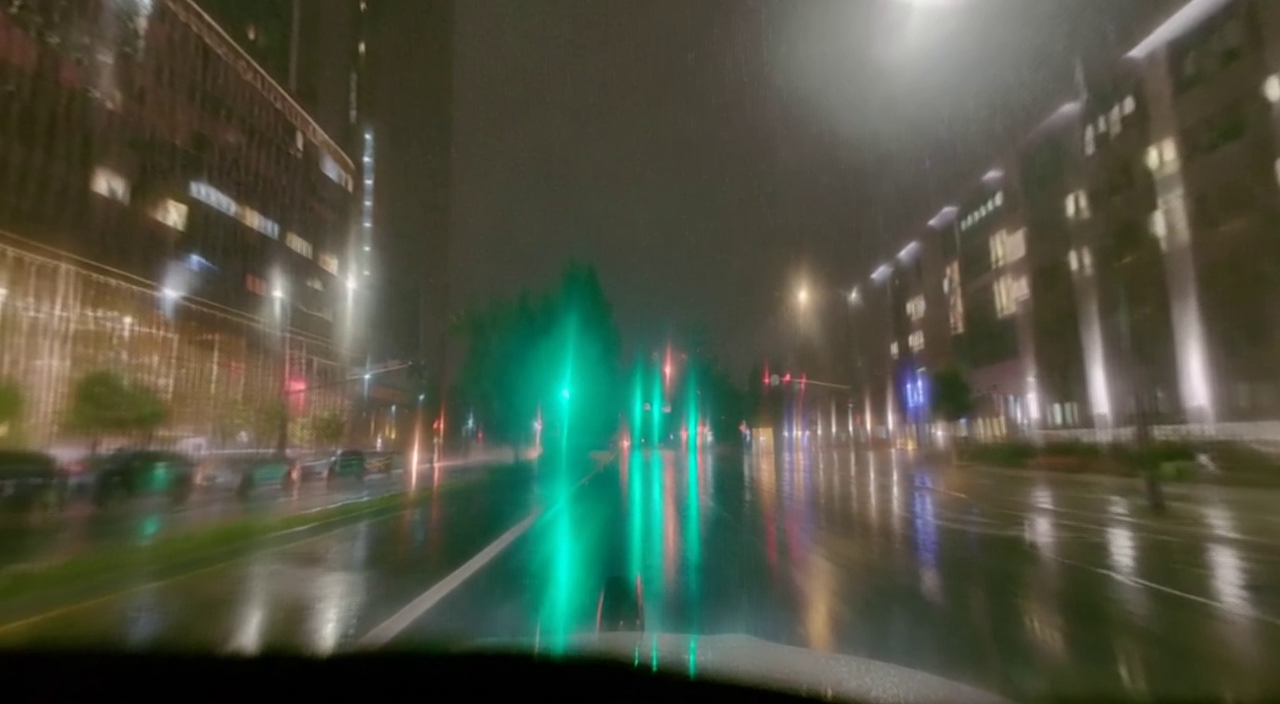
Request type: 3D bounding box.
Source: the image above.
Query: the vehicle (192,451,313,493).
[{"bbox_3d":[-15.385,4.740,25.486,1.776,1.468,5.089,0,-8,-1],"label":"vehicle"}]

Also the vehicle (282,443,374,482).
[{"bbox_3d":[-15.554,5.511,31.840,1.978,1.760,5.097,0,-8,0],"label":"vehicle"}]

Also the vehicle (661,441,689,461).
[{"bbox_3d":[2.725,7.772,49.664,1.945,1.490,3.817,0,-8,-1],"label":"vehicle"}]

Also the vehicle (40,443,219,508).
[{"bbox_3d":[-15.818,3.789,20.002,1.880,1.791,4.666,0,-8,-2],"label":"vehicle"}]

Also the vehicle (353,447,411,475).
[{"bbox_3d":[-15.751,6.615,38.719,1.831,1.599,4.080,0,-8,0],"label":"vehicle"}]
